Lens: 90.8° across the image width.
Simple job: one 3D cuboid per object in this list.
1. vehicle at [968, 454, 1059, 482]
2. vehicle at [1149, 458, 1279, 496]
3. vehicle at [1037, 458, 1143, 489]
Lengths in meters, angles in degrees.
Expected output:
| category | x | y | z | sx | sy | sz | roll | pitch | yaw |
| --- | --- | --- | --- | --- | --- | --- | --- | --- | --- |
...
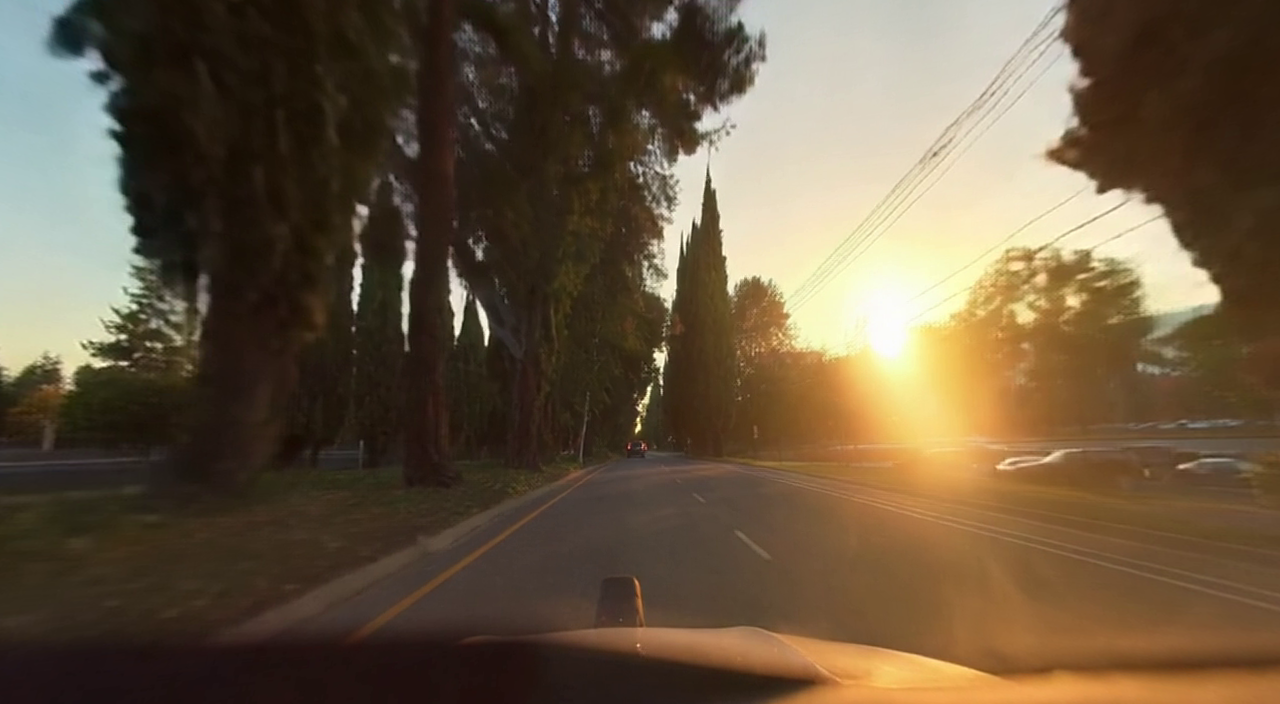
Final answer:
| category | x | y | z | sx | sy | sz | roll | pitch | yaw |
| --- | --- | --- | --- | --- | --- | --- | --- | --- | --- |
| vehicle | 23.754 | 7.357 | 40.255 | 4.519 | 1.658 | 1.911 | -1 | -8 | 0 |
| vehicle | 24.276 | 5.183 | 26.311 | 4.369 | 1.454 | 1.973 | 0 | -9 | 1 |
| vehicle | 23.997 | 6.464 | 33.778 | 4.271 | 1.542 | 1.887 | 0 | -8 | -3 |
